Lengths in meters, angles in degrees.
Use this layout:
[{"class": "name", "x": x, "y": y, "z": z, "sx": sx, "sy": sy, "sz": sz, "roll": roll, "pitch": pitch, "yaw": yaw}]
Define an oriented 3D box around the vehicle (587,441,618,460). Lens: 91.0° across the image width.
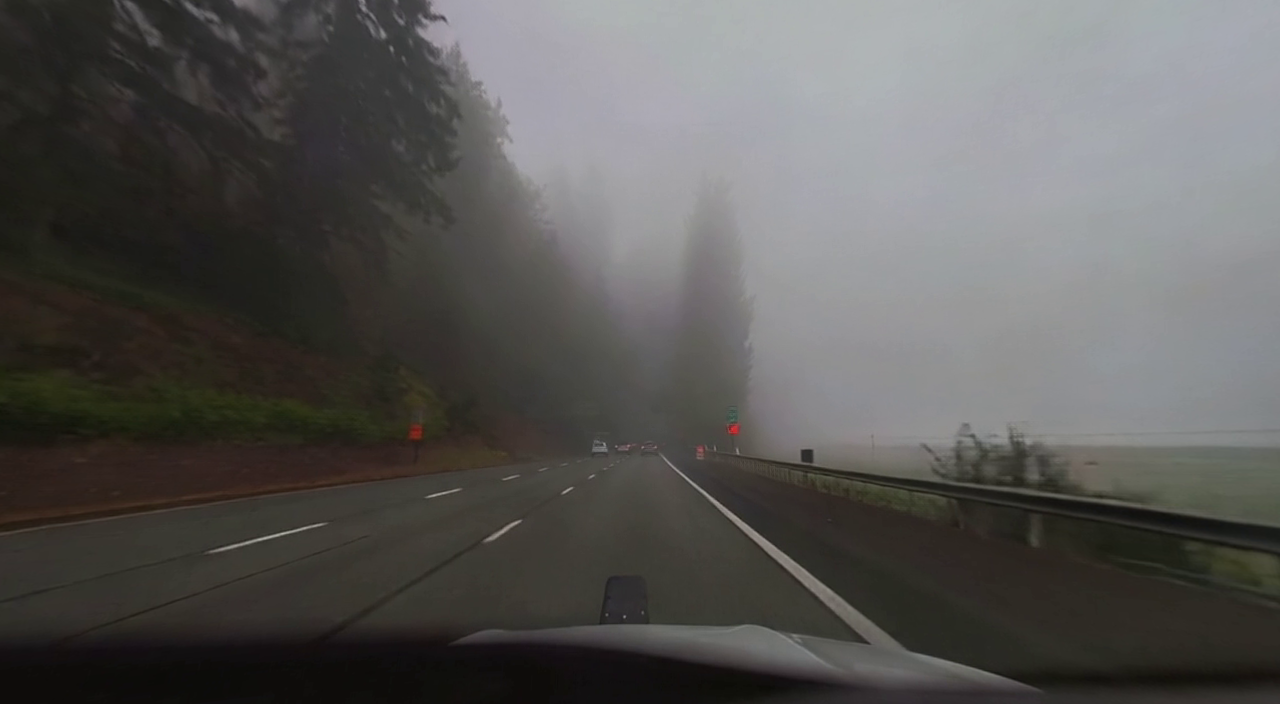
[{"class": "vehicle", "x": -2.886, "y": 7.765, "z": 49.804, "sx": 2.118, "sy": 1.475, "sz": 4.263, "roll": 0, "pitch": -8, "yaw": 1}]
